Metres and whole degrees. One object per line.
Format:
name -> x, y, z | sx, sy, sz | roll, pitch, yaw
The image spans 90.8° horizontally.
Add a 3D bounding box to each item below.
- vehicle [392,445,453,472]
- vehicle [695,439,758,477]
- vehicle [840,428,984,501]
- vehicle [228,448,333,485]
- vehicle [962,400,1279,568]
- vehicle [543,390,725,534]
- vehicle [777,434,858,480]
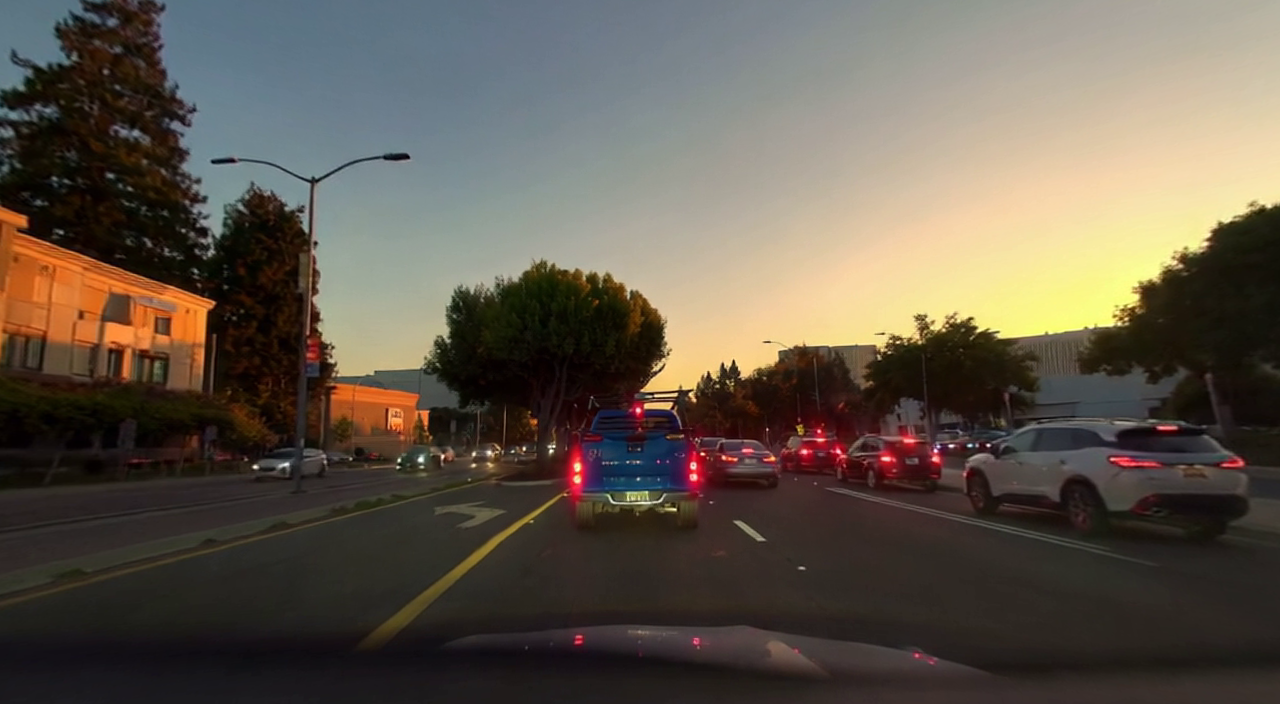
vehicle -> -12.281, 6.032, 36.022 | 1.906, 1.461, 4.333 | 0, -9, 1
vehicle -> 3.554, 4.433, 26.699 | 1.960, 1.474, 4.279 | 0, -9, -1
vehicle -> 7.083, 2.972, 17.045 | 1.931, 1.692, 4.267 | 0, -9, 0
vehicle -> -16.071, 5.105, 28.595 | 1.910, 1.485, 4.802 | 0, -9, 0
vehicle -> 6.837, 1.738, 9.024 | 2.023, 1.771, 4.488 | 0, -9, -1
vehicle -> -0.122, 2.061, 12.294 | 2.682, 2.117, 5.706 | 0, -9, -1
vehicle -> 7.078, 4.234, 25.687 | 1.953, 1.665, 4.327 | 0, -9, -2
